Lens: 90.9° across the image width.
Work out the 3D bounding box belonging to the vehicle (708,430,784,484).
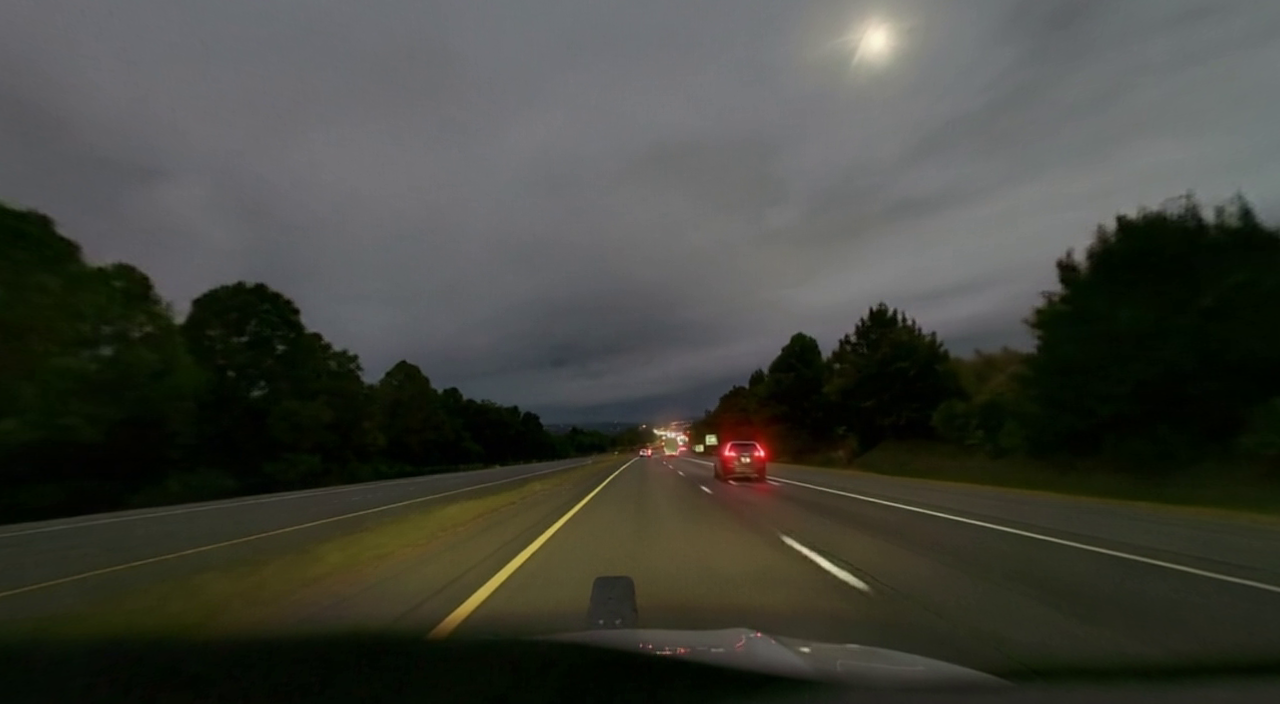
[{"bbox_3d":[4.271,4.349,26.242,2.189,2.007,4.872,0,-9,-2],"label":"vehicle"}]
